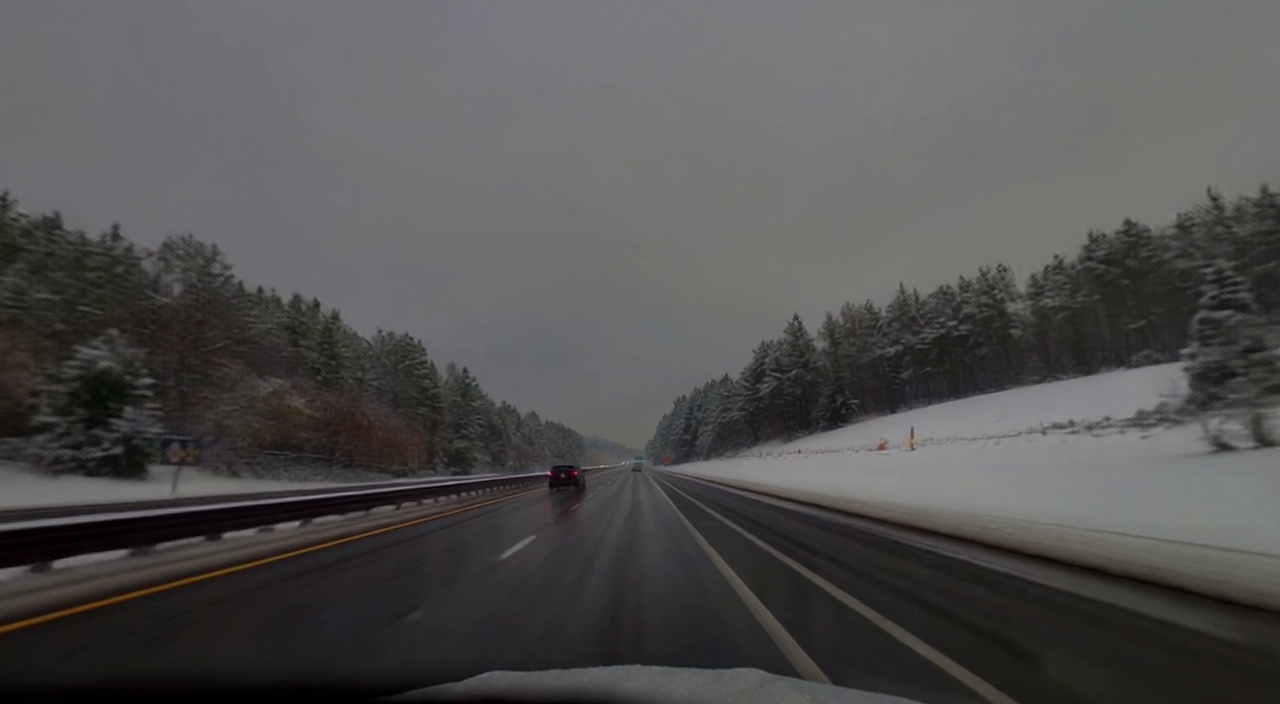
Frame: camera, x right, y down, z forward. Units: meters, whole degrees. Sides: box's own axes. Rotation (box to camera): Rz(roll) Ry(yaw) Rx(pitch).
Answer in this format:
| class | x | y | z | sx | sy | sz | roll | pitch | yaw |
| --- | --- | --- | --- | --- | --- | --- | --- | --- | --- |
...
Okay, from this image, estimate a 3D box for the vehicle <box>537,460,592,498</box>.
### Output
| class | x | y | z | sx | sy | sz | roll | pitch | yaw |
| --- | --- | --- | --- | --- | --- | --- | --- | --- | --- |
| vehicle | -3.292 | 5.642 | 28.163 | 1.900 | 1.550 | 4.146 | 1 | -10 | 0 |
